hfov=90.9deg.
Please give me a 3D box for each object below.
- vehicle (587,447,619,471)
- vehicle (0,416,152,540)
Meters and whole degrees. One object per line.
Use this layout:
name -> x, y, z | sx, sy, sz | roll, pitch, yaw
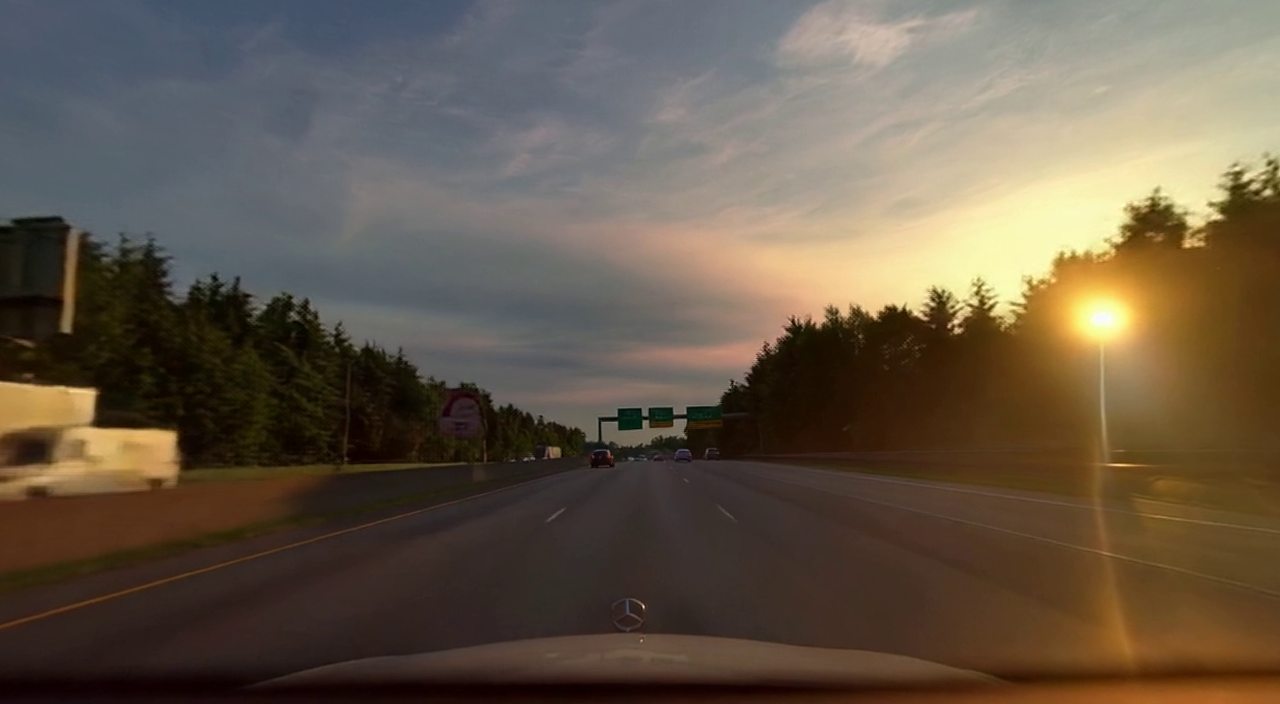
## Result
vehicle -> -2.734, 8.029, 47.478 | 2.086, 1.650, 4.122 | 0, -9, 1
vehicle -> -14.438, 2.786, 14.190 | 2.331, 2.554, 5.554 | 0, -9, 0
